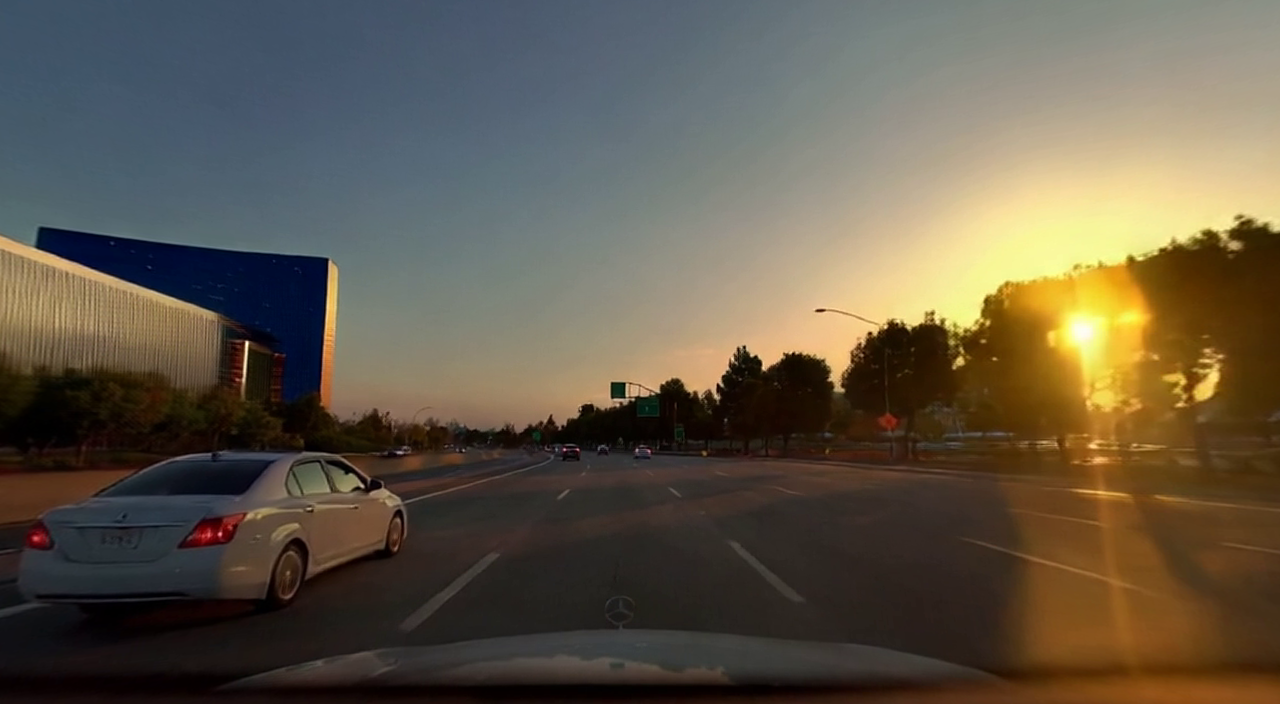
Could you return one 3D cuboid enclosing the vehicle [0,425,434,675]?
[{"bbox_3d":[-3.698,1.515,6.038,2.018,1.476,4.364,0,-8,0],"label":"vehicle"}]
